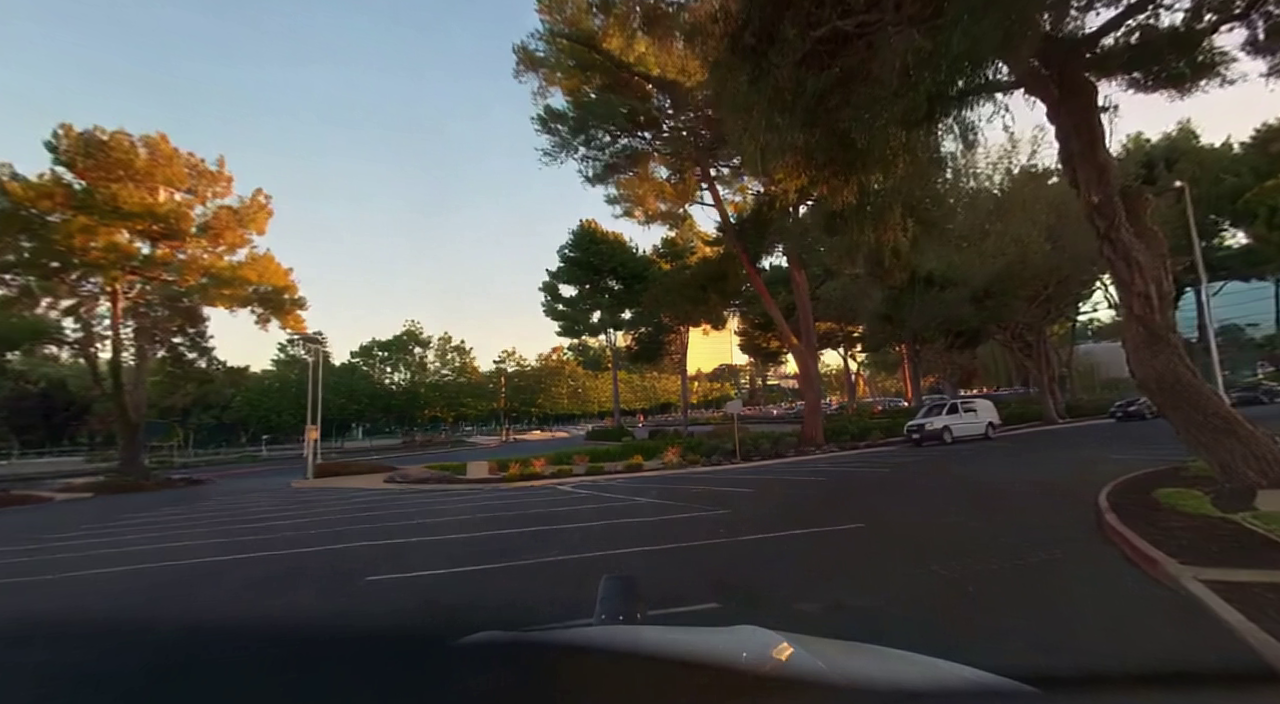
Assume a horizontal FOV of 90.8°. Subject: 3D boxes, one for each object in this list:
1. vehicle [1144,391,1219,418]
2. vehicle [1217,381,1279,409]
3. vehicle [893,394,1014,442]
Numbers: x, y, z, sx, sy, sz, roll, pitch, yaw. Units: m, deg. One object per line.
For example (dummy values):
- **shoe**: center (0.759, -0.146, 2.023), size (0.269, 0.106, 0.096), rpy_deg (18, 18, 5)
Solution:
- **vehicle**: center (35.779, 3.516, 41.697), size (4.383, 1.525, 2.038), rpy_deg (4, -10, -26)
- **vehicle**: center (45.045, 3.179, 46.400), size (4.912, 1.741, 2.360), rpy_deg (6, -7, -28)
- **vehicle**: center (15.669, 3.378, 31.560), size (5.547, 2.193, 2.433), rpy_deg (4, -10, -27)
